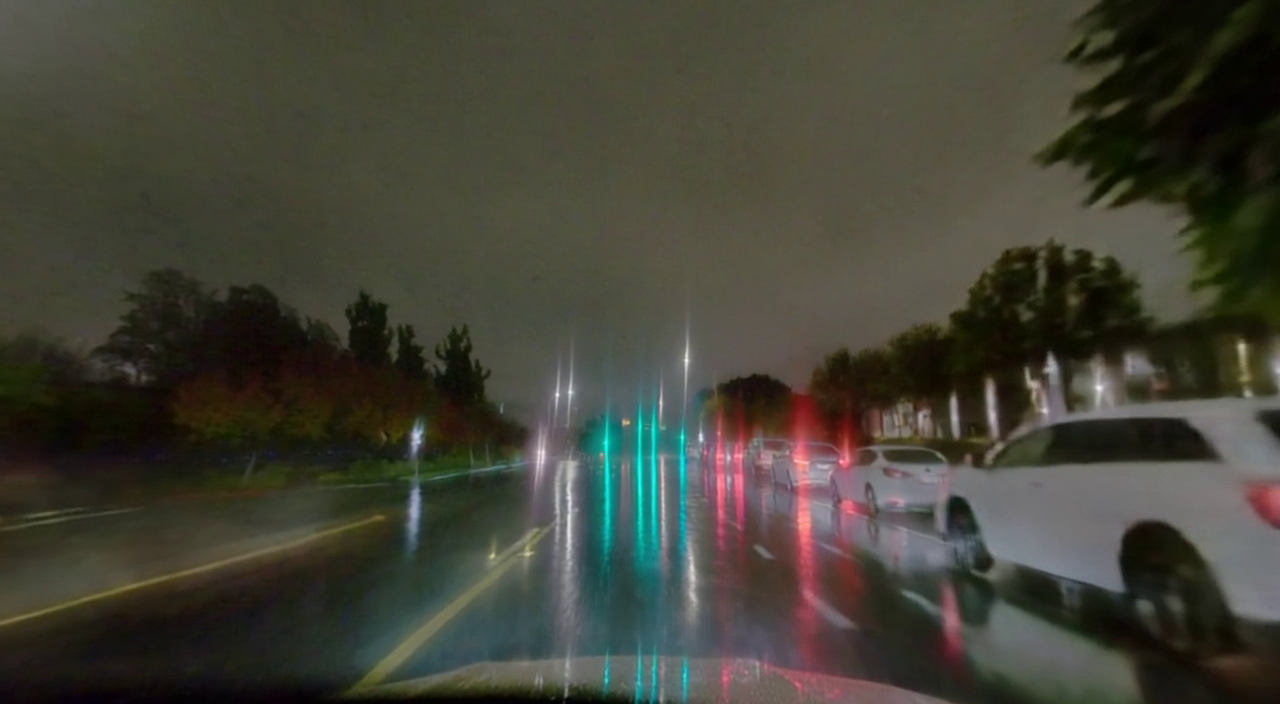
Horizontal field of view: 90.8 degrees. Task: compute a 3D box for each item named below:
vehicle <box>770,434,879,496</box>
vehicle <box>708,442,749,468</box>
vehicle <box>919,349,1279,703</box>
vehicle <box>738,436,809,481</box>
[{"bbox_3d":[5.453,3.423,19.289,1.974,1.548,4.160,-3,-10,0],"label":"vehicle"},{"bbox_3d":[5.346,6.274,38.594,1.837,1.532,3.886,0,-9,-2],"label":"vehicle"},{"bbox_3d":[4.210,1.108,4.648,2.272,1.744,4.324,0,-9,-1],"label":"vehicle"},{"bbox_3d":[5.385,4.336,26.047,1.990,1.694,4.179,0,-9,-1],"label":"vehicle"}]
